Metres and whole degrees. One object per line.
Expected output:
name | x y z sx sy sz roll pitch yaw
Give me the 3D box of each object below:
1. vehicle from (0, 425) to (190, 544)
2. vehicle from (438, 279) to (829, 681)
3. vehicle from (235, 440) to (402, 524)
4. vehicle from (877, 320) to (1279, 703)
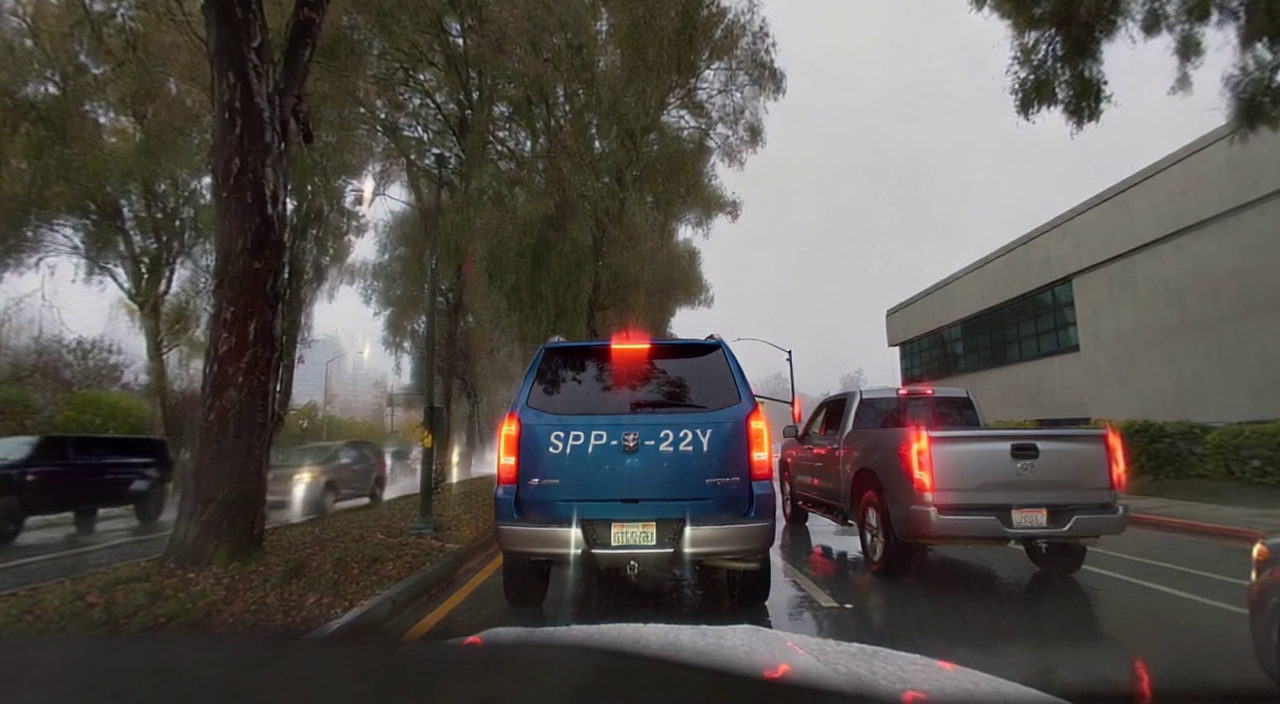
vehicle | -16.120 3.541 17.400 2.741 2.730 6.221 -3 -8 0
vehicle | 0.017 1.037 5.981 2.267 2.372 4.366 0 -8 2
vehicle | -9.052 3.650 18.406 2.126 2.027 5.018 -2 -9 1
vehicle | 3.083 0.988 3.468 2.022 1.700 4.410 0 -8 3
